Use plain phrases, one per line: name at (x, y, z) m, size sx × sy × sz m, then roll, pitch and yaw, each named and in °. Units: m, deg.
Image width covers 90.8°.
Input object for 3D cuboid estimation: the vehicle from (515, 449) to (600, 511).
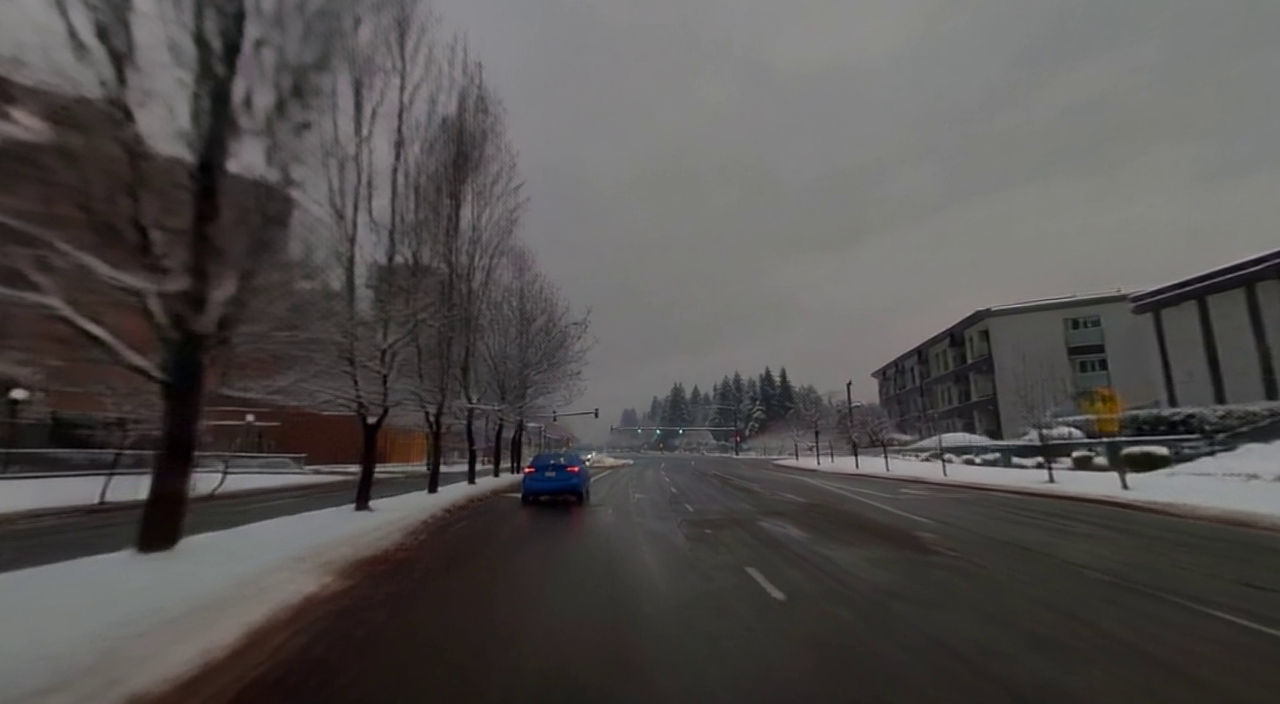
vehicle at (-2.189, 3.513, 17.969) m, size 2.042 × 1.479 × 4.601 m, roll 0°, pitch -9°, yaw -3°
